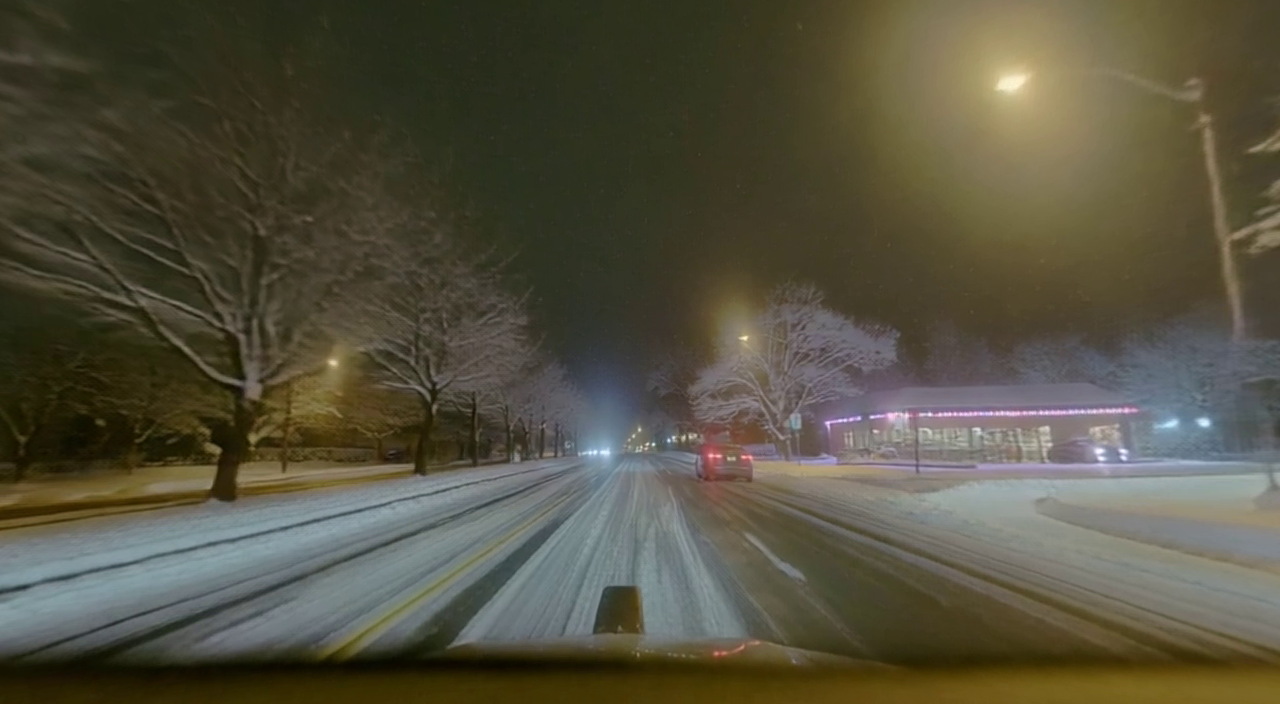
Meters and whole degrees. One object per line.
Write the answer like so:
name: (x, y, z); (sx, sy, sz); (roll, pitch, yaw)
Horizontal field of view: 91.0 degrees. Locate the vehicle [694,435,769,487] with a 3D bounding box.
vehicle: (3.292, 4.029, 23.615); (2.083, 1.743, 4.354); (0, -8, -1)
